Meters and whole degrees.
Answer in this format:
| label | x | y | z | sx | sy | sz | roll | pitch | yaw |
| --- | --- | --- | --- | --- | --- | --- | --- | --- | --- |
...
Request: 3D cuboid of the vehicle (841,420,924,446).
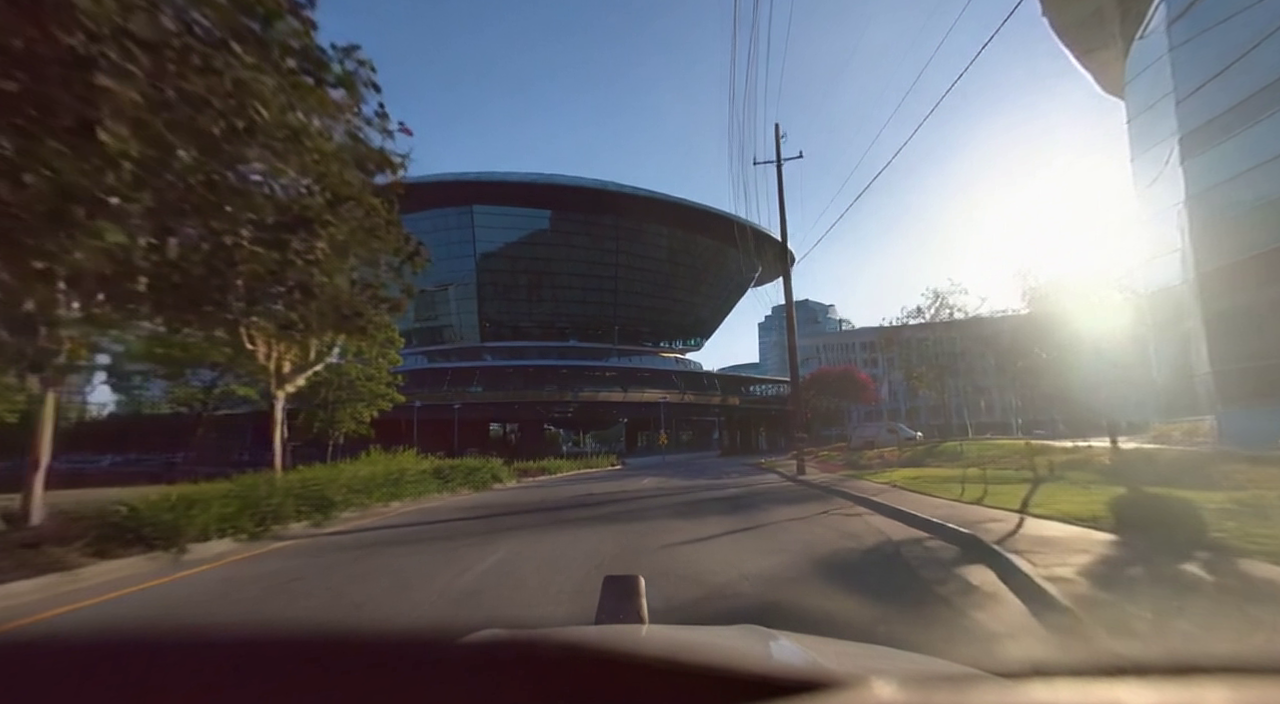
| label | x | y | z | sx | sy | sz | roll | pitch | yaw |
| --- | --- | --- | --- | --- | --- | --- | --- | --- | --- |
| vehicle | 18.620 | 6.242 | 48.675 | 5.745 | 1.902 | 2.244 | -2 | -9 | 16 |
